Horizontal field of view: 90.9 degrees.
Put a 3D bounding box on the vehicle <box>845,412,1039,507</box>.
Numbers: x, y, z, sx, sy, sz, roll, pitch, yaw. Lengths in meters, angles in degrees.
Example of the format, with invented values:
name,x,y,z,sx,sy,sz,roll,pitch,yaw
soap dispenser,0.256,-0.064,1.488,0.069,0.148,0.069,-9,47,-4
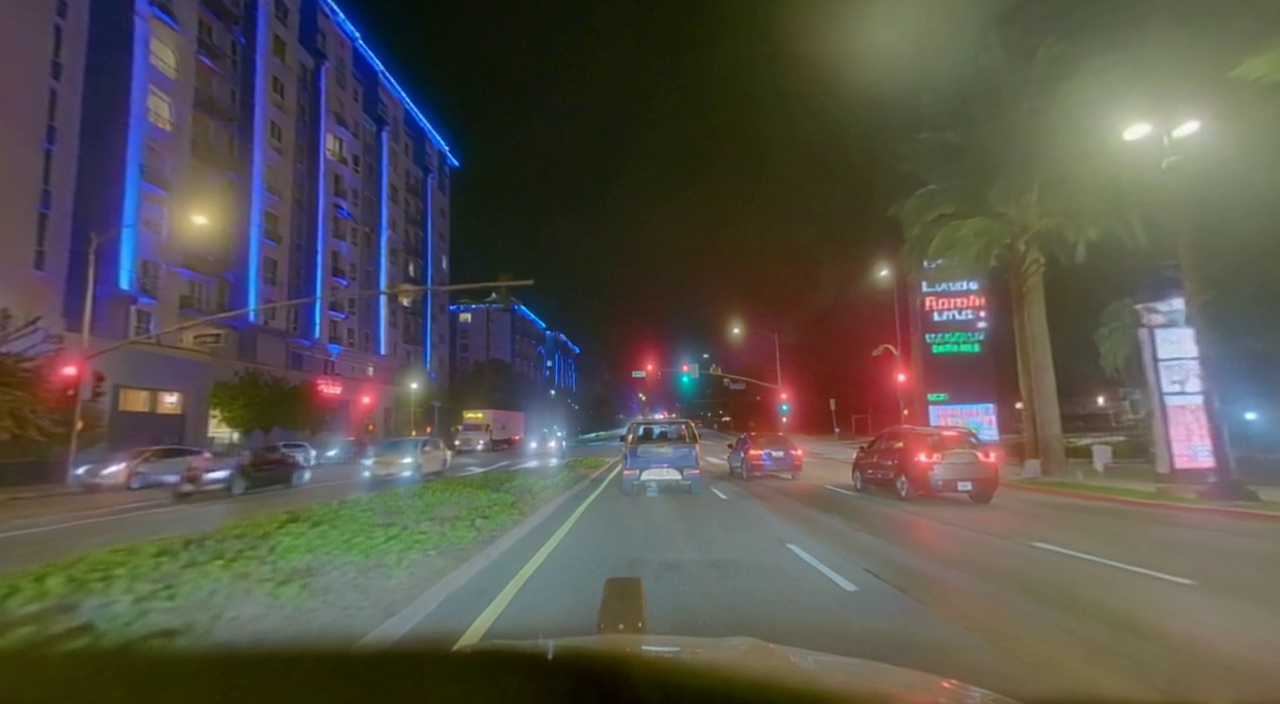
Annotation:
name,x,y,z,sx,sy,sz,roll,pitch,yaw
vehicle,7.200,2.632,15.927,2.215,1.973,5.323,0,-8,0

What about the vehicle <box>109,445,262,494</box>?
name,x,y,z,sx,sy,sz,roll,pitch,yaw
vehicle,-15.192,3.906,21.450,1.858,1.465,4.368,0,-8,1

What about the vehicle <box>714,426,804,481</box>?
name,x,y,z,sx,sy,sz,roll,pitch,yaw
vehicle,4.057,3.575,22.462,2.283,1.738,4.916,0,-8,0

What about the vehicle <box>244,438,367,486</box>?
name,x,y,z,sx,sy,sz,roll,pitch,yaw
vehicle,-11.489,3.779,22.019,2.011,1.520,3.902,0,-8,2

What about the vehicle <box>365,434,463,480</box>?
name,x,y,z,sx,sy,sz,roll,pitch,yaw
vehicle,-8.194,3.843,23.314,1.937,1.530,4.107,0,-8,2

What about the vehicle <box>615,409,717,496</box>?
name,x,y,z,sx,sy,sz,roll,pitch,yaw
vehicle,0.677,2.850,18.220,2.487,2.115,5.444,0,-8,1
